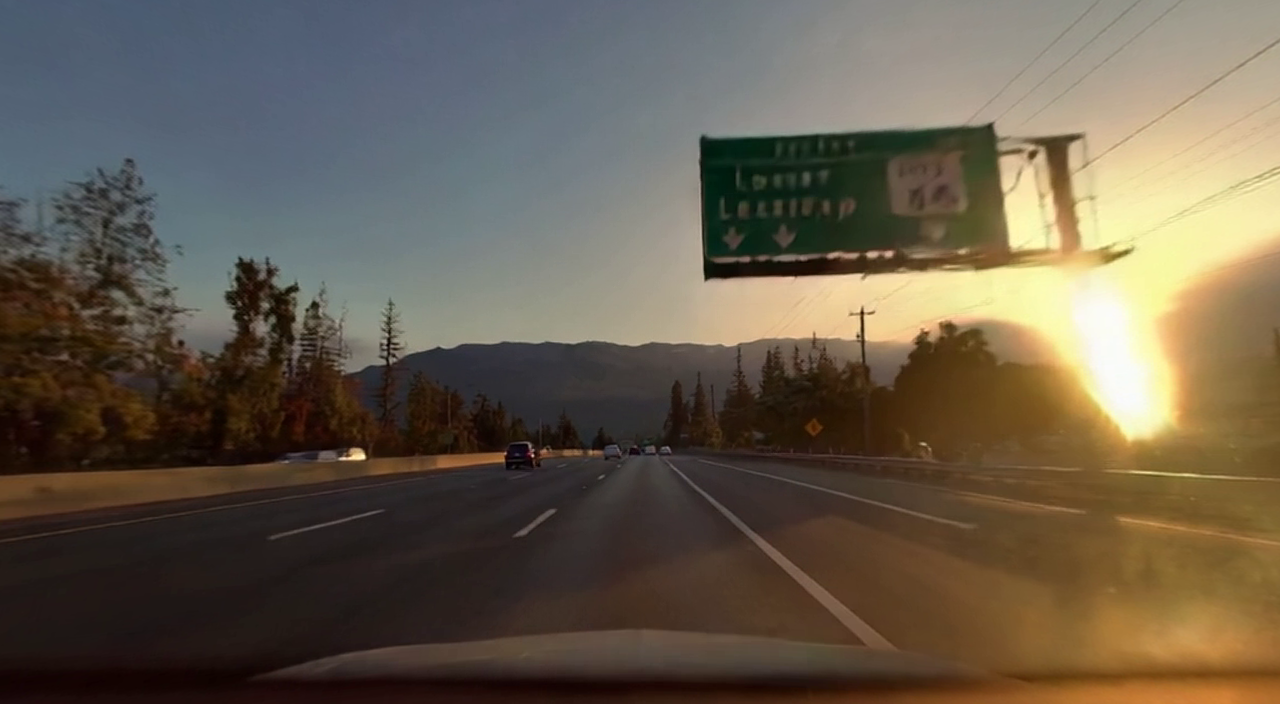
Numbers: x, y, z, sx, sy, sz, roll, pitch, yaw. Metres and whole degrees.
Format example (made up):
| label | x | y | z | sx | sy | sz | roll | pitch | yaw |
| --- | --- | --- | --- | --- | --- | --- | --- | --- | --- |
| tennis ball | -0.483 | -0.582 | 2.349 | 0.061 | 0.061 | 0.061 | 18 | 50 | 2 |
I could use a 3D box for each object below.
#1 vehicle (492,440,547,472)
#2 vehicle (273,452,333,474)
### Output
| label | x | y | z | sx | sy | sz | roll | pitch | yaw |
| --- | --- | --- | --- | --- | --- | --- | --- | --- | --- |
| vehicle | -6.875 | 5.992 | 36.521 | 2.118 | 1.696 | 4.836 | 0 | -9 | 2 |
| vehicle | -25.010 | 8.213 | 46.934 | 1.858 | 1.522 | 4.542 | 0 | -9 | 1 |
